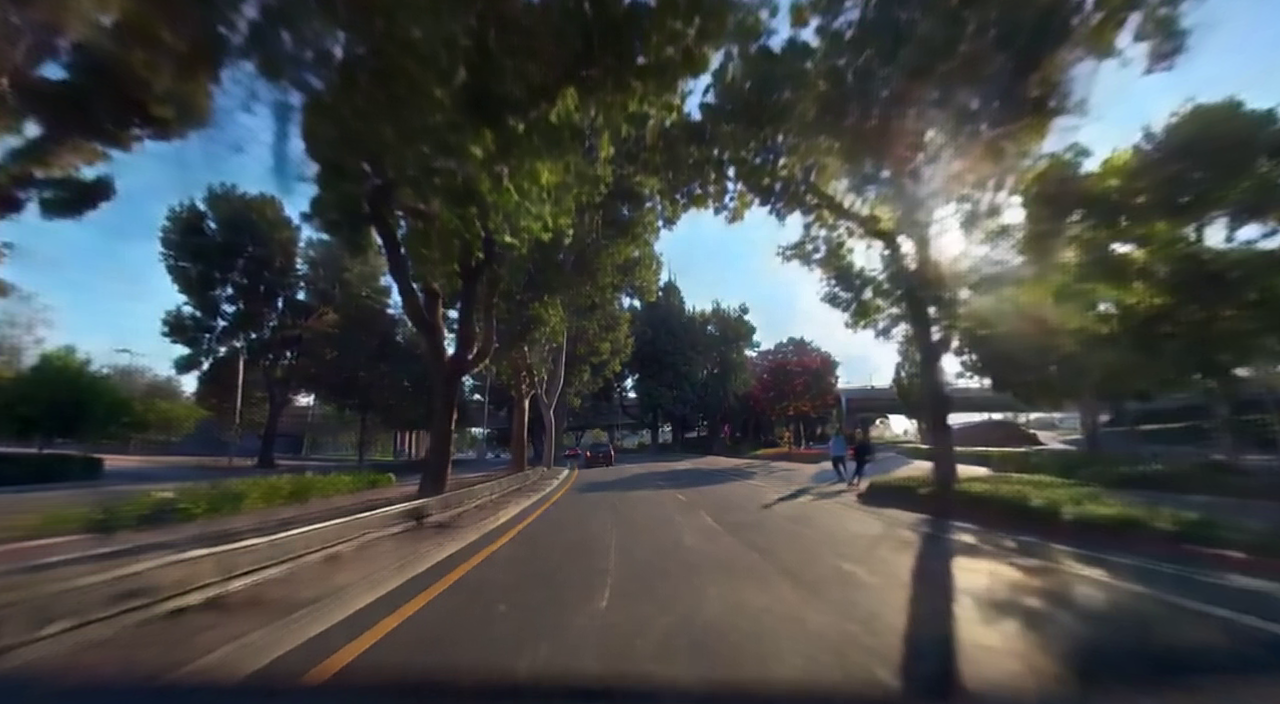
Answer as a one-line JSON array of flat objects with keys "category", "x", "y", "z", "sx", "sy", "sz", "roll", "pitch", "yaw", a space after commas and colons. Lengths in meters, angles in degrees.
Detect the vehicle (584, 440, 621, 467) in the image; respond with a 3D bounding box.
[{"category": "vehicle", "x": -2.607, "y": 6.878, "z": 43.072, "sx": 2.184, "sy": 1.713, "sz": 4.231, "roll": 1, "pitch": -9, "yaw": -8}]
